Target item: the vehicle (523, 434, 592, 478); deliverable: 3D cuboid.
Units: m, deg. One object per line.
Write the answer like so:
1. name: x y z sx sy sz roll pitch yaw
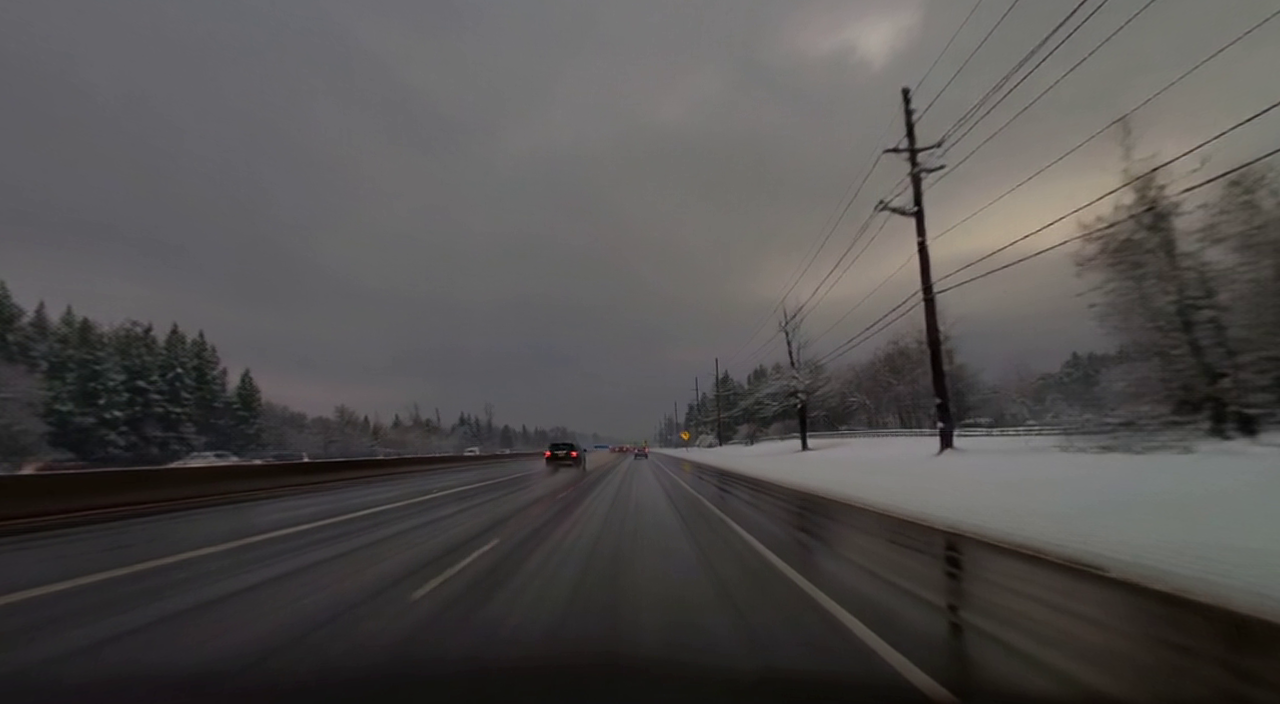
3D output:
1. vehicle: -3.853 5.029 30.647 2.577 1.939 5.408 0 -9 1

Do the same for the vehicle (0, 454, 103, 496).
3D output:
1. vehicle: -28.807 5.794 30.065 2.006 1.760 4.774 0 -9 0

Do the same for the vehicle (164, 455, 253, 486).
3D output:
1. vehicle: -23.695 6.495 34.826 1.858 1.519 4.489 0 -9 -2
